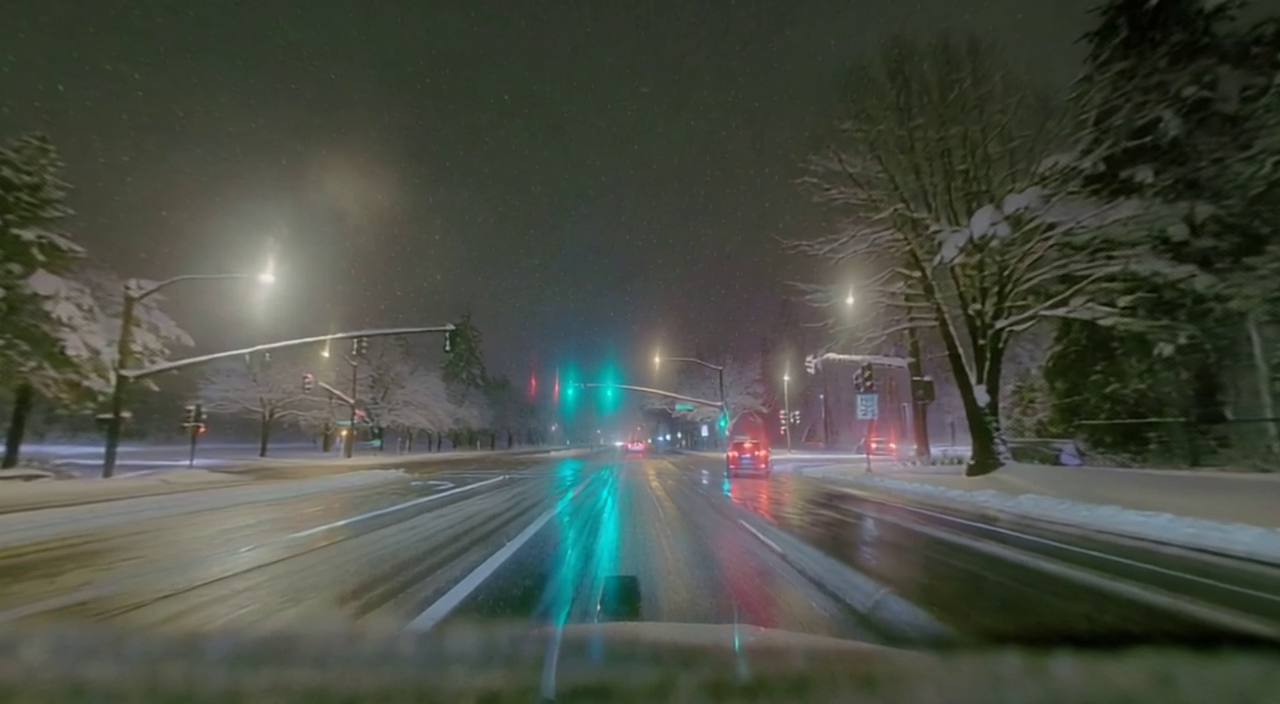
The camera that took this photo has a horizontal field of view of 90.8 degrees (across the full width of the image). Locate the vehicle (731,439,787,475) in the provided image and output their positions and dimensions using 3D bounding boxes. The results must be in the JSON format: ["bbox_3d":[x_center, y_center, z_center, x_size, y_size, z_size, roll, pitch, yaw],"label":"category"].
[{"bbox_3d":[6.172,5.348,32.316,2.289,1.503,4.595,2,-8,17],"label":"vehicle"}]
